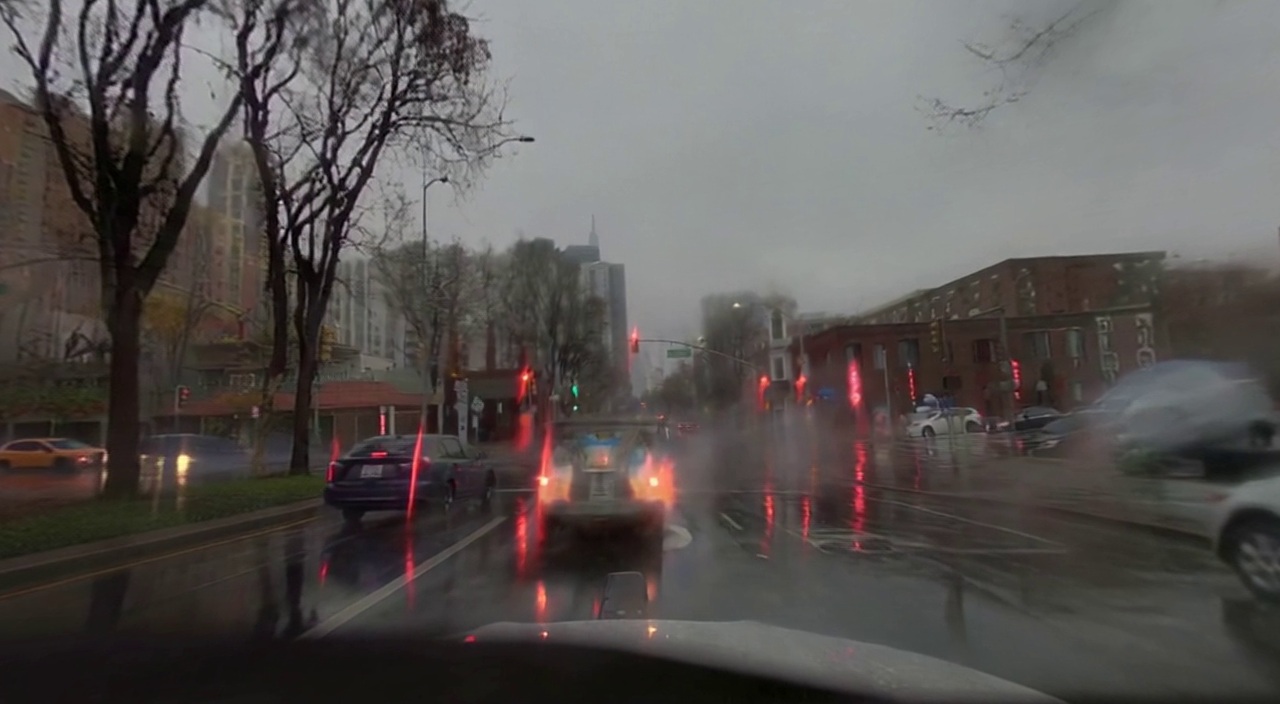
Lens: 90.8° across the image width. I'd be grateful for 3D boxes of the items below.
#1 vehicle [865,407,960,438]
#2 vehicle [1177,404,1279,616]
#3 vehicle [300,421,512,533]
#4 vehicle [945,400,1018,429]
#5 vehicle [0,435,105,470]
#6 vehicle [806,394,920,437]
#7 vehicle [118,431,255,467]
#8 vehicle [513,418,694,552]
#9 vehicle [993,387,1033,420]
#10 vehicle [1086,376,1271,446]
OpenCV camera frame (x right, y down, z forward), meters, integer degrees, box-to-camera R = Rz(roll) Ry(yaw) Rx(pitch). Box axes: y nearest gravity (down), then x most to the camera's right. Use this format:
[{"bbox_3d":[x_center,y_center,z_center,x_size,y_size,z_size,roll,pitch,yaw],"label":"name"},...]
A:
[{"bbox_3d":[15.170,3.963,35.164,4.775,1.604,1.915,3,-9,-20],"label":"vehicle"},{"bbox_3d":[6.193,1.074,3.748,1.904,1.705,4.510,0,-8,-2],"label":"vehicle"},{"bbox_3d":[-3.689,2.056,11.006,1.934,1.522,4.464,0,-8,1],"label":"vehicle"},{"bbox_3d":[21.144,3.920,39.082,5.017,1.542,2.055,6,-11,-38],"label":"vehicle"},{"bbox_3d":[-32.437,5.498,34.568,4.280,1.857,2.136,0,-8,1],"label":"vehicle"},{"bbox_3d":[13.778,4.008,39.033,6.541,2.480,2.259,3,-9,-19],"label":"vehicle"},{"bbox_3d":[-19.377,4.160,27.145,4.453,1.471,1.921,-1,-8,3],"label":"vehicle"},{"bbox_3d":[-0.431,1.827,9.305,2.082,1.520,3.896,0,-8,0],"label":"vehicle"},{"bbox_3d":[27.042,3.799,45.695,2.152,1.993,5.078,-6,-10,32],"label":"vehicle"},{"bbox_3d":[21.657,2.453,25.522,5.756,2.653,2.403,1,-9,-11],"label":"vehicle"}]
